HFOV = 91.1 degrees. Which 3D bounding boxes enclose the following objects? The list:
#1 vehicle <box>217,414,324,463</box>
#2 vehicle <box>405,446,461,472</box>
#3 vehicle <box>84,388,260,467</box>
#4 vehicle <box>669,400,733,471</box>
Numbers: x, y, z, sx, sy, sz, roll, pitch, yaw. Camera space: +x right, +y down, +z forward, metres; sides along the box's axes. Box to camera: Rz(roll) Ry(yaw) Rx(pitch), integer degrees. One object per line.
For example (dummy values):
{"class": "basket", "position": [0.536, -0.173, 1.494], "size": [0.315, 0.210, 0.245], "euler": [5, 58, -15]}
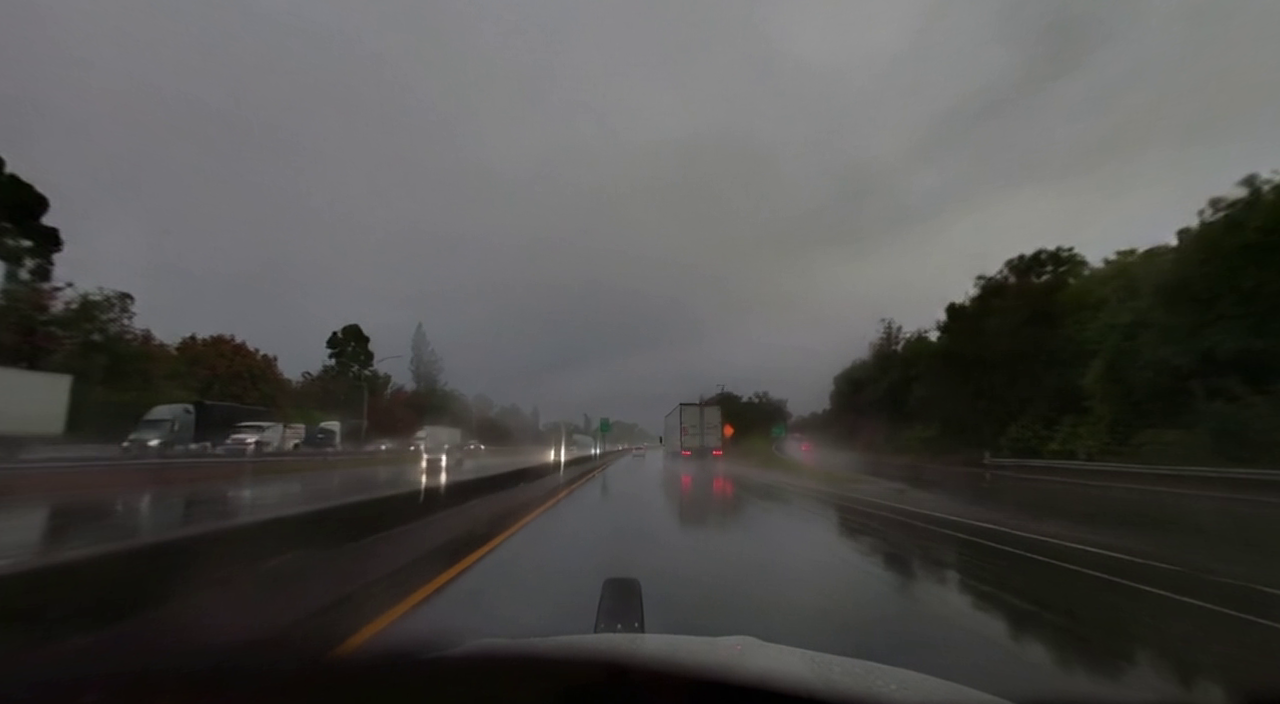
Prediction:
{"class": "vehicle", "position": [-26.493, 6.355, 45.701], "size": [2.870, 3.173, 7.891], "euler": [0, -9, 1]}
{"class": "vehicle", "position": [-13.426, 6.941, 40.997], "size": [2.101, 1.571, 4.375], "euler": [0, -9, 1]}
{"class": "vehicle", "position": [-26.348, 4.530, 36.334], "size": [2.933, 3.877, 9.896], "euler": [0, -9, -3]}
{"class": "vehicle", "position": [3.870, 5.879, 43.425], "size": [3.185, 4.154, 12.638], "euler": [0, -9, 0]}
